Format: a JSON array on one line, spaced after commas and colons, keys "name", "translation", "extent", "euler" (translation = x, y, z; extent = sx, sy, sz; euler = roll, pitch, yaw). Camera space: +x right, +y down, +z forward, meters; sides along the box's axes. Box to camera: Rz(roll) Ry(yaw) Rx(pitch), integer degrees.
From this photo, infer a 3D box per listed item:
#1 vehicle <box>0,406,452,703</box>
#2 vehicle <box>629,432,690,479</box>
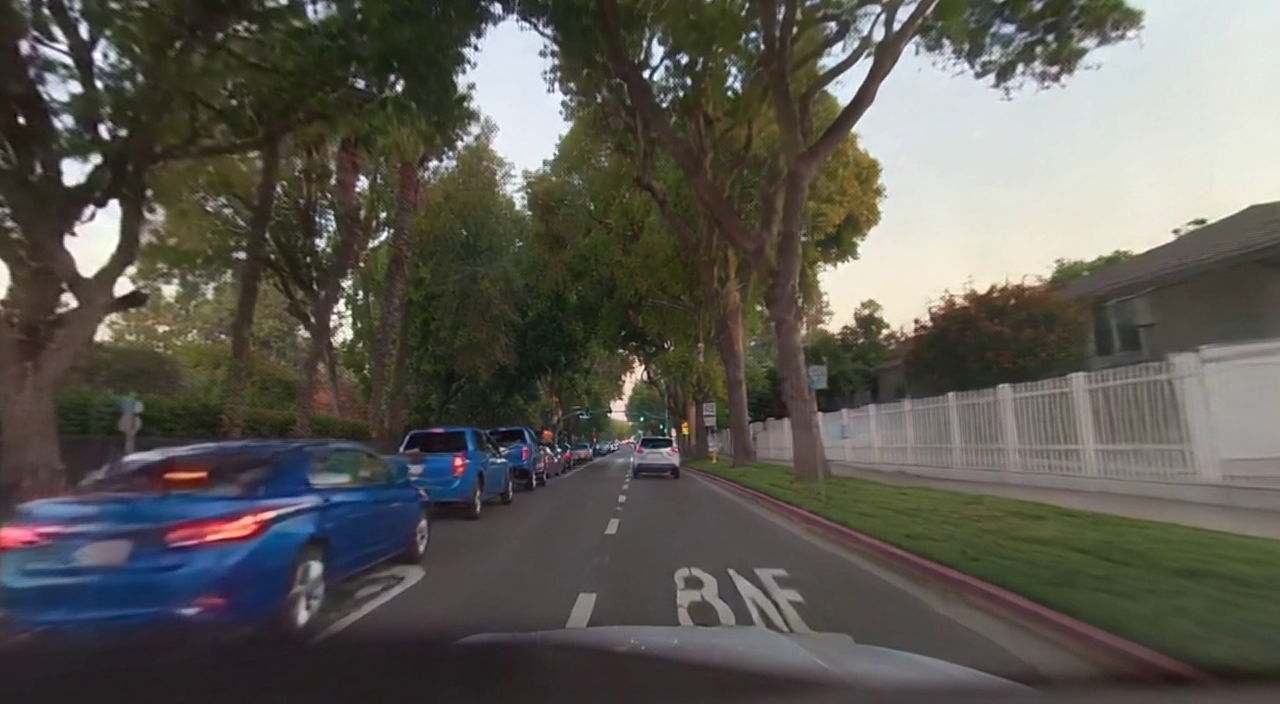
[{"name": "vehicle", "translation": [-3.206, 1.389, 5.549], "extent": [1.919, 1.501, 4.509], "euler": [0, -9, -3]}, {"name": "vehicle", "translation": [0.689, 4.173, 25.580], "extent": [2.258, 1.682, 4.635], "euler": [0, -9, -1]}]
